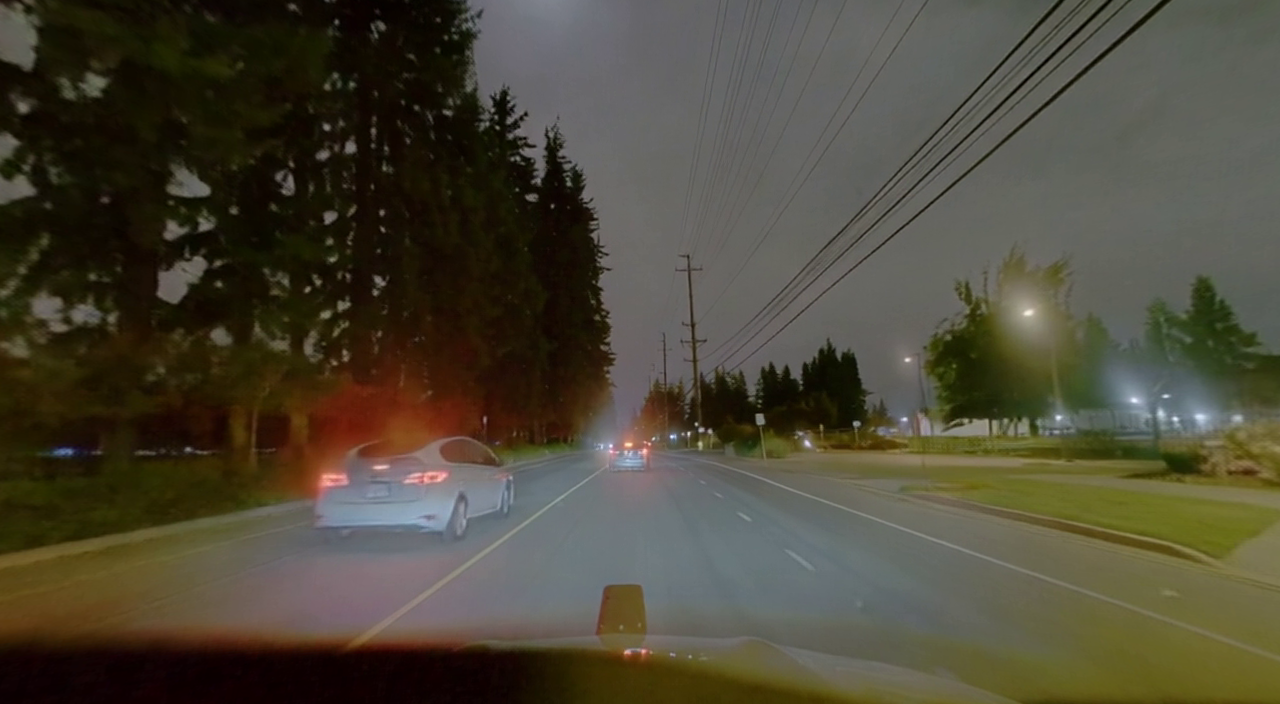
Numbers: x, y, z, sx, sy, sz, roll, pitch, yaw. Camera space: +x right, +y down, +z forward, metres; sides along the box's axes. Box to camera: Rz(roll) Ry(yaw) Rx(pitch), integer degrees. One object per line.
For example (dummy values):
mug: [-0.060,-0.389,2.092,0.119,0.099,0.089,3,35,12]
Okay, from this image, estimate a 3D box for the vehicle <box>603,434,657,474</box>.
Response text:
vehicle: [-0.378,4.087,25.328,1.991,1.463,3.988,0,-8,0]
